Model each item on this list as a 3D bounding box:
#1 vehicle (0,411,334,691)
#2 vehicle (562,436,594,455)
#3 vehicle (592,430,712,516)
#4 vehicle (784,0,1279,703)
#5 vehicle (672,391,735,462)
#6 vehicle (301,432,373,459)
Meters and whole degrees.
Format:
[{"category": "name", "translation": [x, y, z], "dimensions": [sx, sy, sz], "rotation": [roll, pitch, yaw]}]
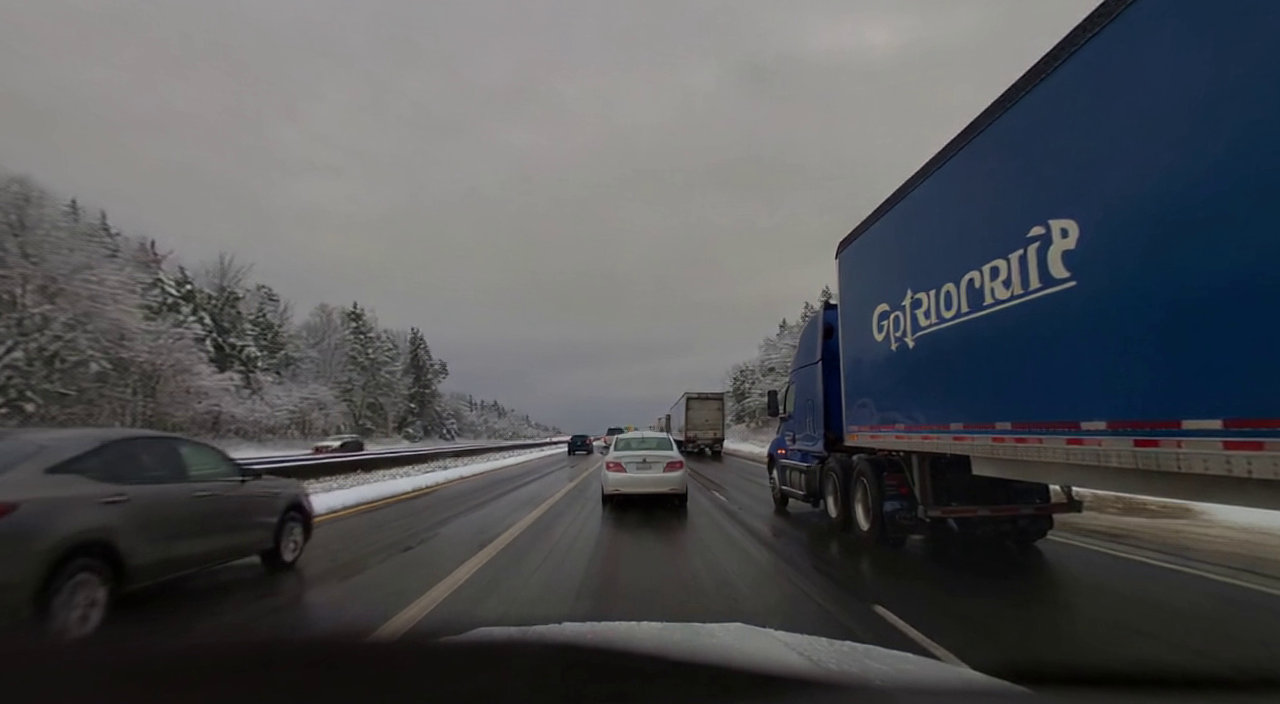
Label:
[{"category": "vehicle", "translation": [-4.368, 1.210, 4.589], "dimensions": [2.048, 1.452, 4.430], "rotation": [0, -8, 0]}, {"category": "vehicle", "translation": [-4.801, 7.283, 49.296], "dimensions": [1.983, 1.434, 4.451], "rotation": [0, -8, 1]}, {"category": "vehicle", "translation": [0.191, 2.277, 12.455], "dimensions": [2.021, 1.435, 3.611], "rotation": [0, -8, 0]}, {"category": "vehicle", "translation": [4.173, -0.014, 4.748], "dimensions": [2.816, 4.070, 14.136], "rotation": [0, -8, 0]}, {"category": "vehicle", "translation": [4.006, 5.170, 43.151], "dimensions": [2.869, 4.067, 13.731], "rotation": [0, -8, 0]}, {"category": "vehicle", "translation": [-17.876, 5.524, 37.416], "dimensions": [1.967, 1.497, 4.486], "rotation": [0, -8, 2]}]
